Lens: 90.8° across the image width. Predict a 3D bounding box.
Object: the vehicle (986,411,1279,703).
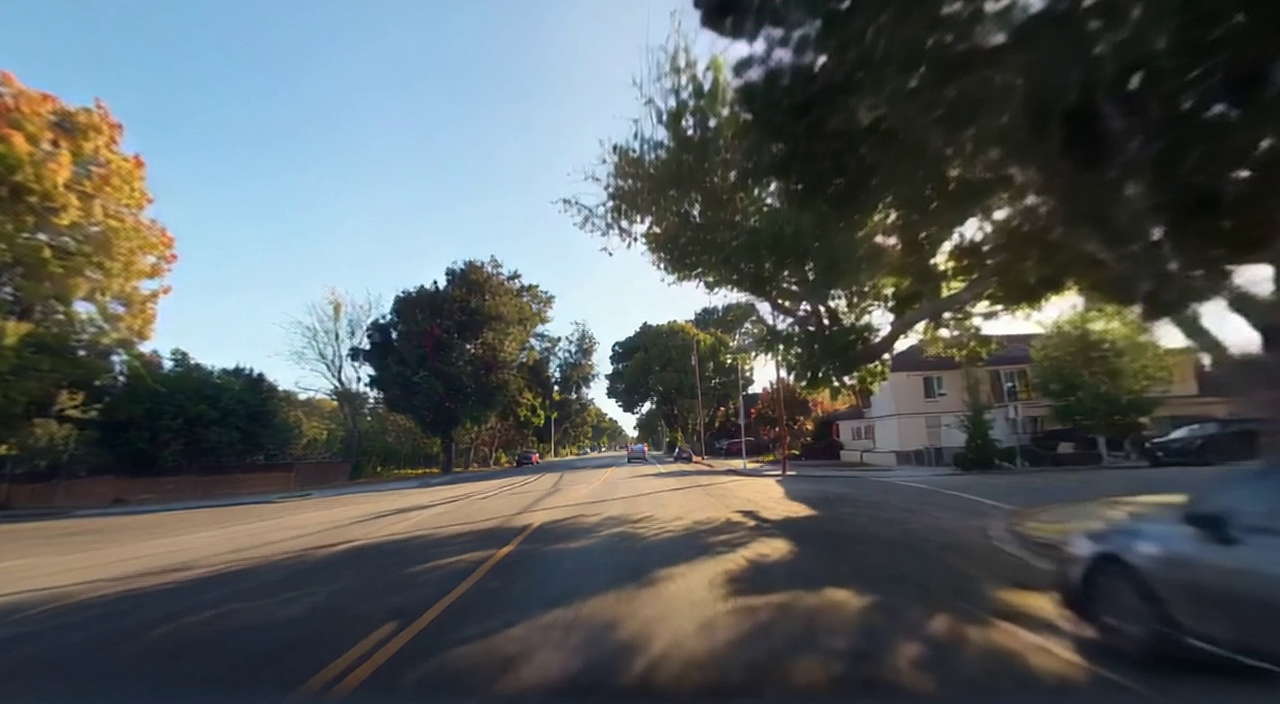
[{"bbox_3d":[3.993,1.105,2.870,2.124,1.524,4.698,4,-8,-2],"label":"vehicle"}]
